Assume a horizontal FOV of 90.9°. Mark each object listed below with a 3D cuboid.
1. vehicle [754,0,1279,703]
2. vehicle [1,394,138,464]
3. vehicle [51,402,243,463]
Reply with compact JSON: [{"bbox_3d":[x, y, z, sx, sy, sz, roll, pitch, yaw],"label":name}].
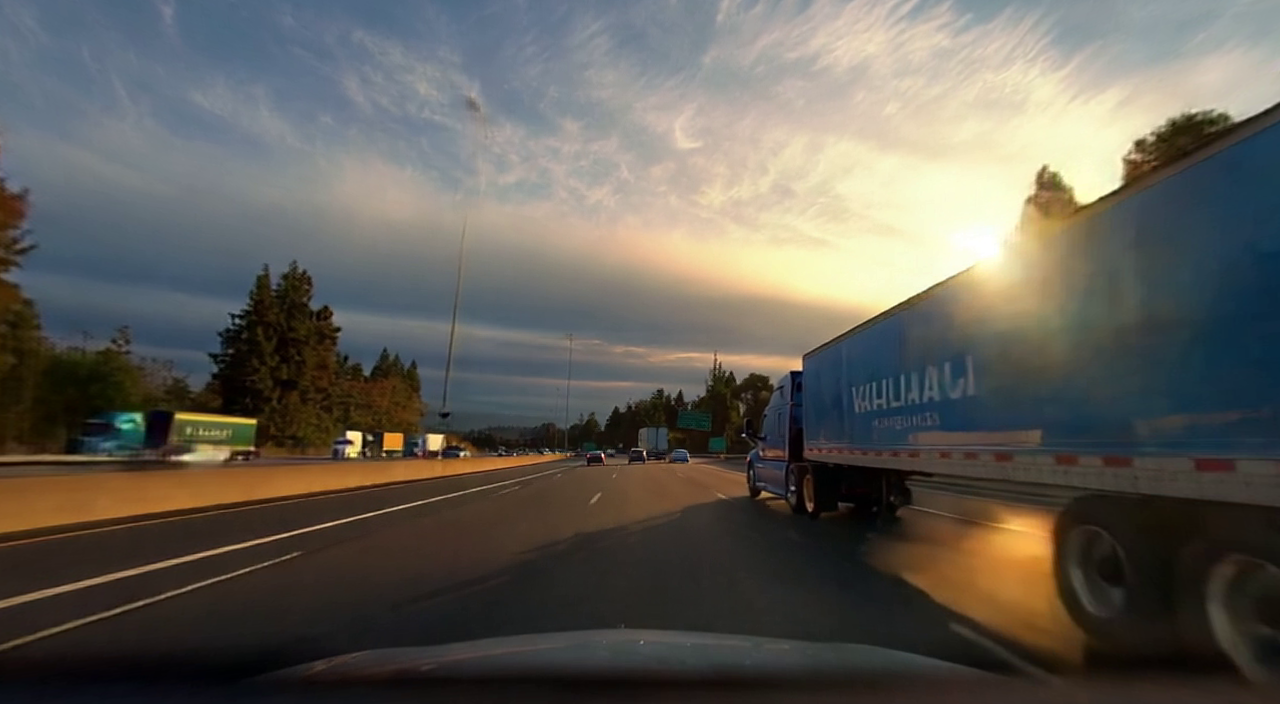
[{"bbox_3d":[4.444,0.654,8.770,2.847,4.075,14.244,0,-9,-1],"label":"vehicle"},{"bbox_3d":[-37.454,5.186,41.698,2.960,4.244,5.861,0,-9,5],"label":"vehicle"},{"bbox_3d":[-37.060,6.350,48.764,2.867,4.022,14.159,0,-8,3],"label":"vehicle"}]
